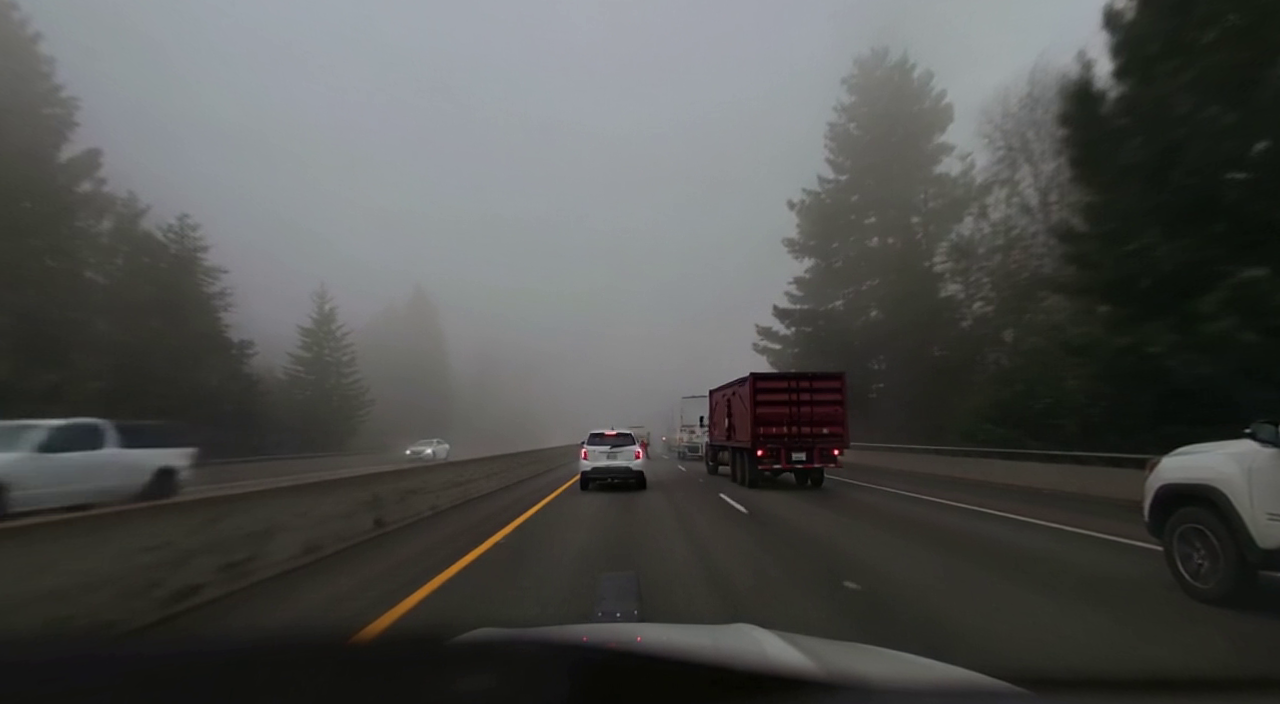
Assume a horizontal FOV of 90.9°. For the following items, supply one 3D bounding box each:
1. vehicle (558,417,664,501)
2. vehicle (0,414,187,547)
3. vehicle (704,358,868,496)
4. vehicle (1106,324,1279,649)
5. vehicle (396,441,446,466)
[{"bbox_3d":[-0.589,2.364,14.437,2.082,1.638,4.055,0,-7,-1],"label":"vehicle"},{"bbox_3d":[-9.314,1.819,9.323,2.012,1.703,4.298,0,-8,0],"label":"vehicle"},{"bbox_3d":[3.624,2.184,18.132,2.723,3.027,8.478,0,-7,0],"label":"vehicle"},{"bbox_3d":[4.789,0.707,3.060,2.011,1.905,3.905,0,-7,0],"label":"vehicle"},{"bbox_3d":[-13.528,6.250,39.121,1.787,1.453,3.660,0,-7,0],"label":"vehicle"}]
